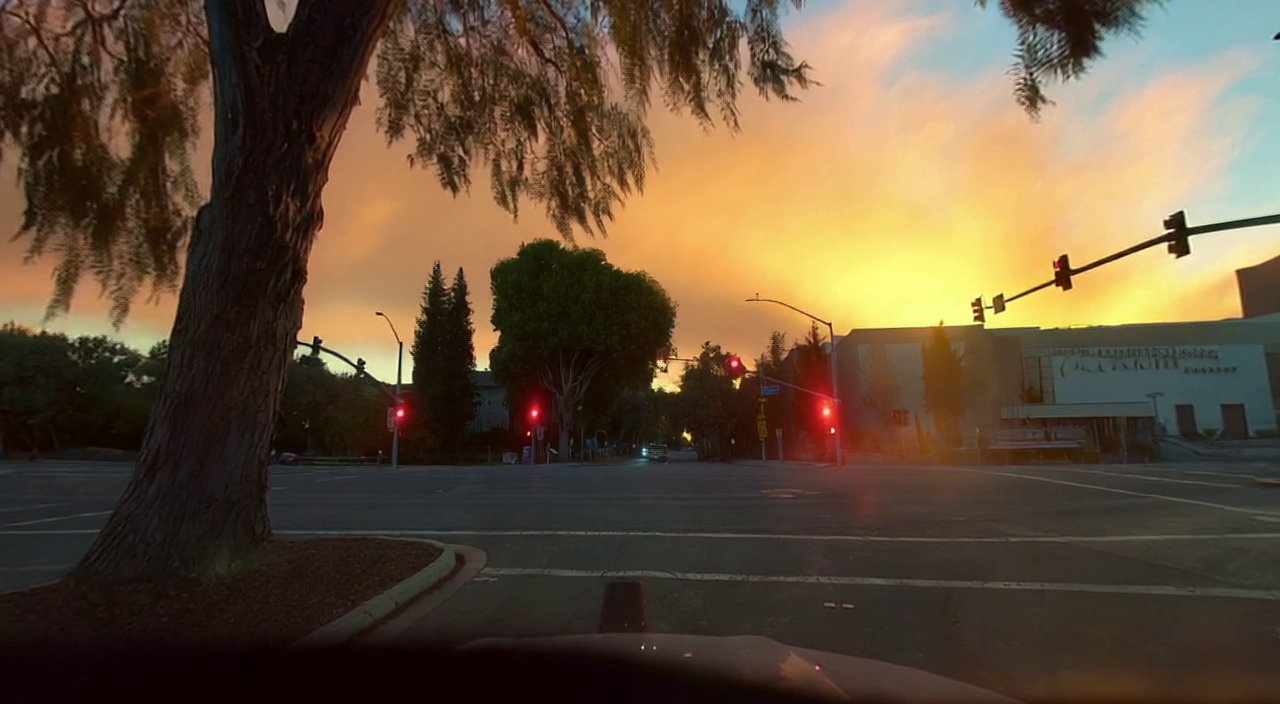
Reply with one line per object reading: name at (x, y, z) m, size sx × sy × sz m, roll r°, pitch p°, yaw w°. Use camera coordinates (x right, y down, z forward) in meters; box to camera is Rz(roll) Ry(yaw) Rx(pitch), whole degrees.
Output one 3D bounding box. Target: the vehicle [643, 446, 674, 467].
vehicle at (1.291, 7.637, 46.444) m, size 2.132 × 1.449 × 4.235 m, roll 0°, pitch -9°, yaw 0°
